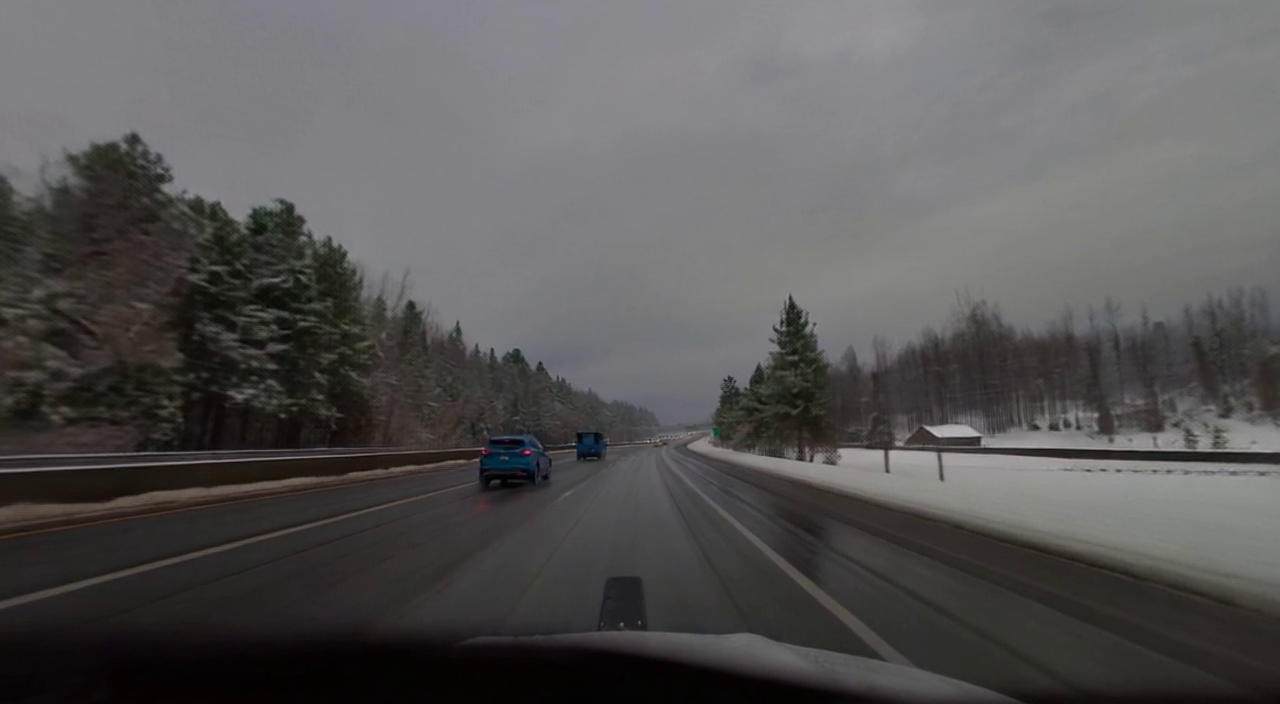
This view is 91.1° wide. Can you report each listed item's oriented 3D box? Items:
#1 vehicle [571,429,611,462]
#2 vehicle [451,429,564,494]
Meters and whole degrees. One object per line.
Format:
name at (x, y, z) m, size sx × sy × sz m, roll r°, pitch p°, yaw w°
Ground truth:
vehicle at (-3.241, 6.365, 42.728) m, size 2.241 × 2.095 × 4.985 m, roll 0°, pitch -8°, yaw 1°
vehicle at (-3.543, 3.045, 17.826) m, size 2.053 × 1.589 × 4.671 m, roll 0°, pitch -8°, yaw 2°
